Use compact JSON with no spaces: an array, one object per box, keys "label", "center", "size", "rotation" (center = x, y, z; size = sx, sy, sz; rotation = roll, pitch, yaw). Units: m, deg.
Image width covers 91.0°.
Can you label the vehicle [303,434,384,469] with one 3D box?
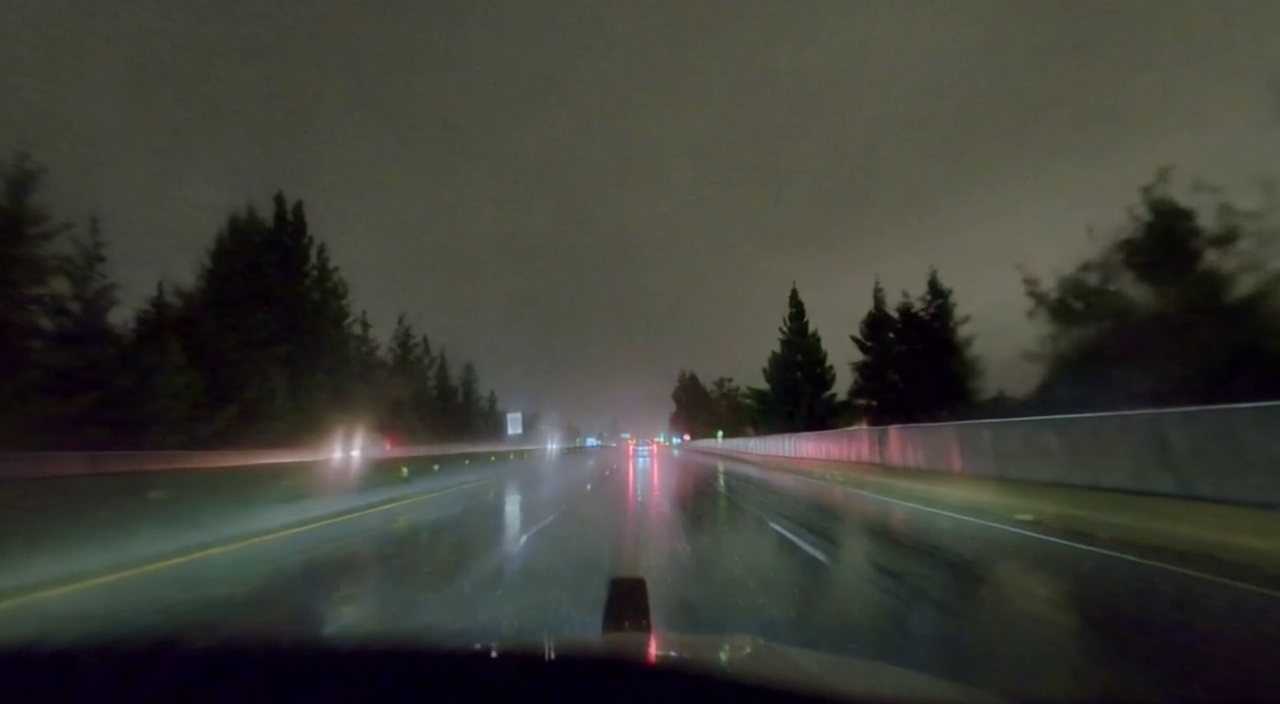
[{"label":"vehicle","center":[-16.868,5.695,36.103],"size":[2.096,1.844,4.770],"rotation":[0,-8,3]}]
